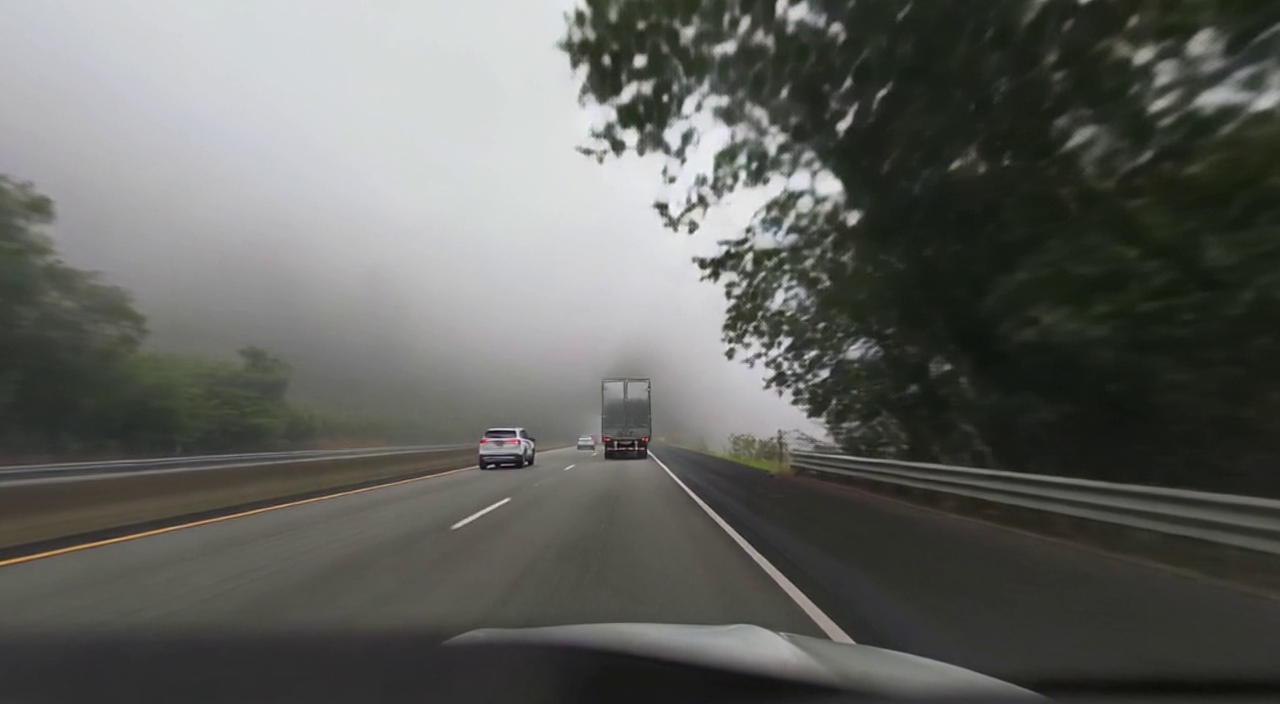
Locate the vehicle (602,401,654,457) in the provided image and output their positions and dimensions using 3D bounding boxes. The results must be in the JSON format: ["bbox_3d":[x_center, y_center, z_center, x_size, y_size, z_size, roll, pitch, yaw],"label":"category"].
[{"bbox_3d":[-0.564,3.491,28.491,2.319,2.461,1.270,1,-8,-3],"label":"vehicle"}]

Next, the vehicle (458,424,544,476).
[{"bbox_3d":[-4.958,3.564,23.216,2.138,1.697,4.587,0,-8,0],"label":"vehicle"}]
